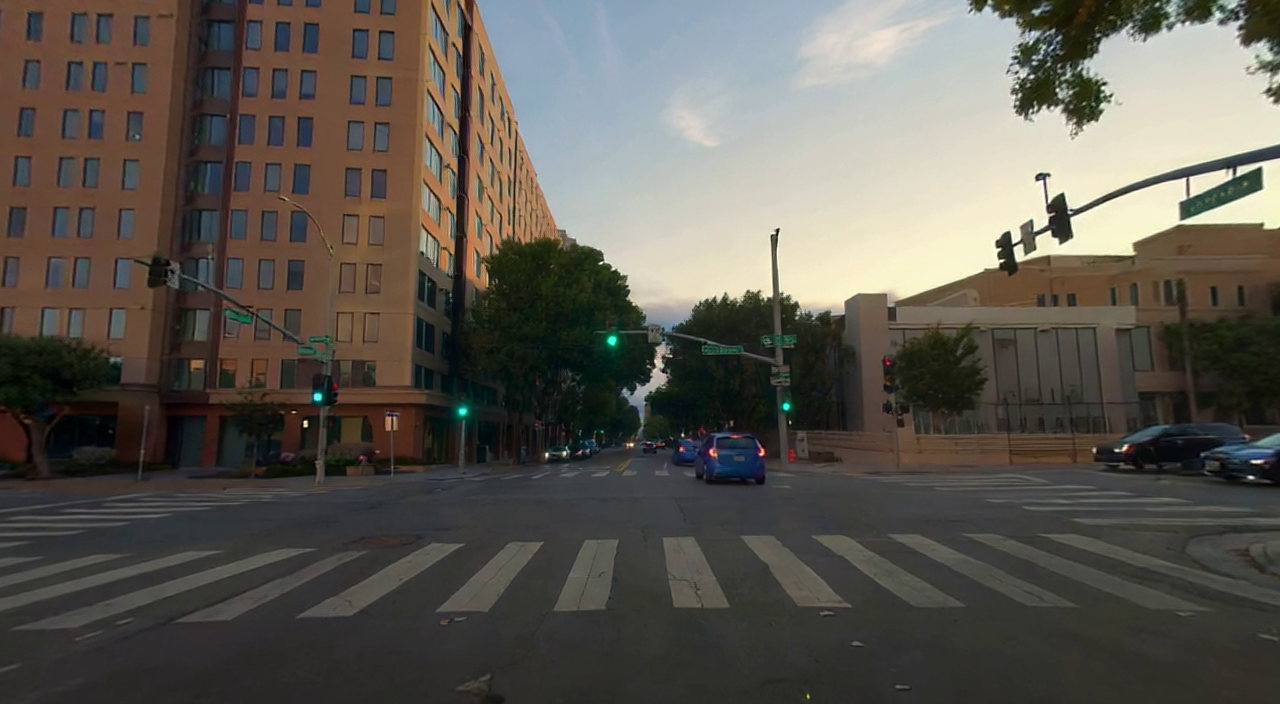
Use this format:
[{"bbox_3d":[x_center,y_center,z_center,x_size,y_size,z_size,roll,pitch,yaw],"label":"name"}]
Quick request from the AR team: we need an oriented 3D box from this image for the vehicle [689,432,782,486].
[{"bbox_3d":[2.811,3.264,19.592,2.039,1.470,4.355,0,-8,-2],"label":"vehicle"}]

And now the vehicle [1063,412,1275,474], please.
[{"bbox_3d":[16.916,2.938,20.405,4.802,1.860,2.146,0,-8,1],"label":"vehicle"}]
